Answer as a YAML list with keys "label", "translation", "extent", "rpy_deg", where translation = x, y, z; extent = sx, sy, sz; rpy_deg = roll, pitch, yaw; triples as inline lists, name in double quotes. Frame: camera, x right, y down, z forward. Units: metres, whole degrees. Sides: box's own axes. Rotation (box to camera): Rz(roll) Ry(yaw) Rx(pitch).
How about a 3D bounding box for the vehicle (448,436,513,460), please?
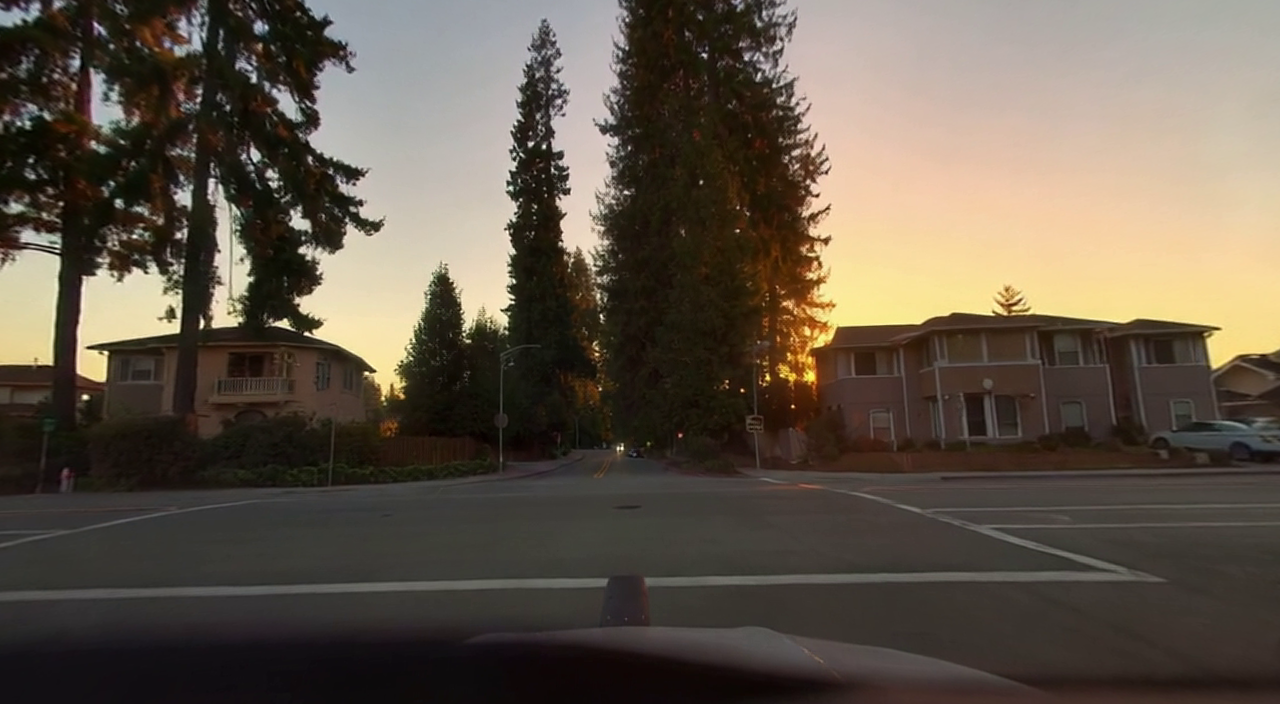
- label: "vehicle"
  translation: [-12.601, 7.588, 49.918]
  extent: [4.622, 1.782, 1.836]
  rpy_deg: [0, -8, -1]
